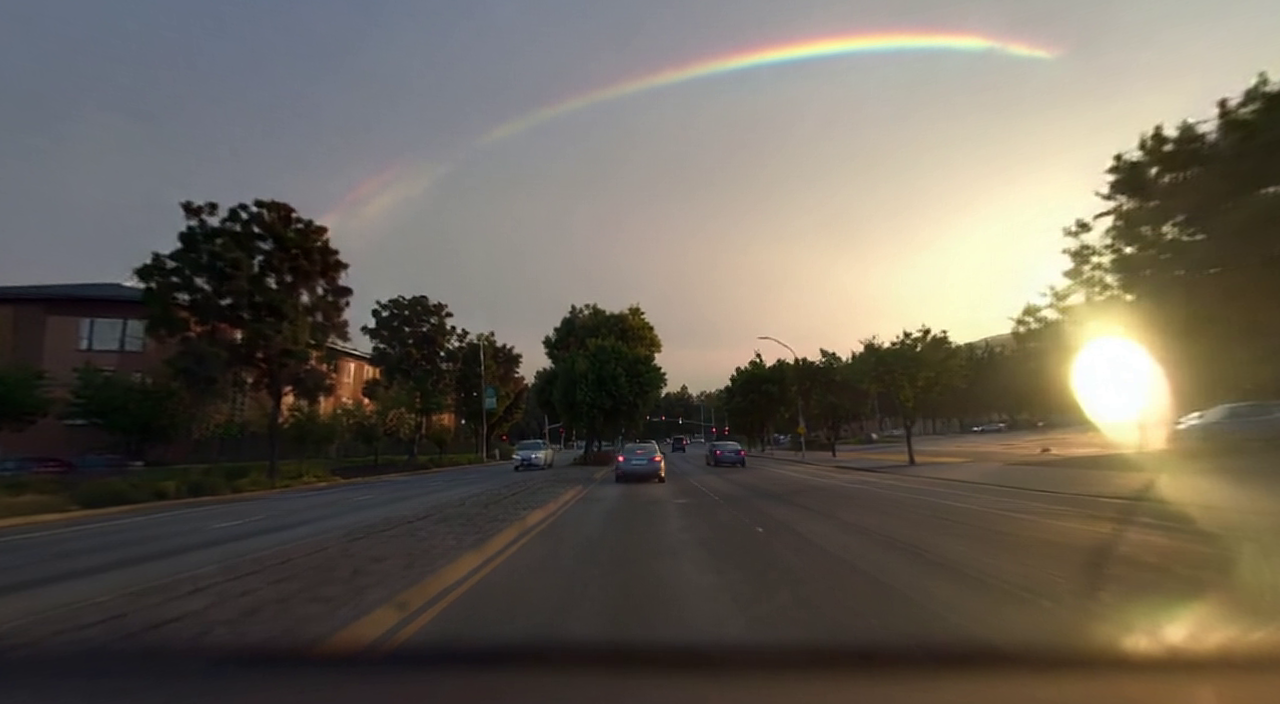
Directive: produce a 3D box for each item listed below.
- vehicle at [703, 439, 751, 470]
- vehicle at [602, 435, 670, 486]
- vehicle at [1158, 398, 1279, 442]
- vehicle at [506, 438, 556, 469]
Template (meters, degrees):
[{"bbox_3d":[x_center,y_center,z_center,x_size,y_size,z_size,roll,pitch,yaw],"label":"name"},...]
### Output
[{"bbox_3d":[4.787,5.694,35.319,1.987,1.613,4.081,0,-9,-1],"label":"vehicle"},{"bbox_3d":[-0.110,3.803,22.485,2.181,1.639,4.127,0,-9,1],"label":"vehicle"},{"bbox_3d":[22.502,2.525,23.580,4.531,1.432,1.949,-3,-9,-1],"label":"vehicle"},{"bbox_3d":[-6.562,6.181,38.611,2.174,1.802,4.591,0,-9,0],"label":"vehicle"}]
